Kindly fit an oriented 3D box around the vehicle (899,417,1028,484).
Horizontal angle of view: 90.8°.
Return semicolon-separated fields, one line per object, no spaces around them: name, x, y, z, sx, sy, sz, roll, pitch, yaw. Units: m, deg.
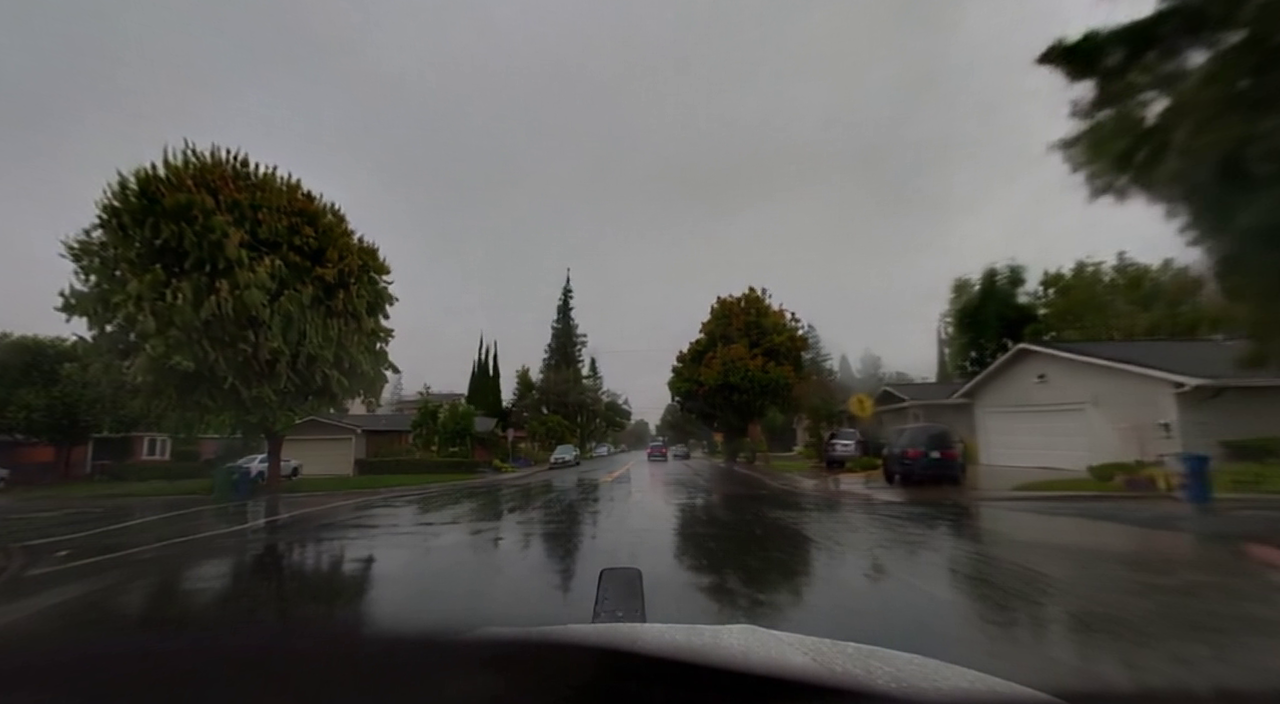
vehicle;10.750;3.340;21.592;2.333;1.933;5.662;-2;-9;11

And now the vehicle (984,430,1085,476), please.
vehicle;14.166;3.648;22.963;1.972;1.528;3.891;-2;-9;15

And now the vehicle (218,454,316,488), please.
vehicle;-18.352;5.862;31.379;1.917;1.499;4.569;0;-9;2

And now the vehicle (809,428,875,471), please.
vehicle;9.412;4.582;29.791;2.130;1.836;4.464;-1;-9;7

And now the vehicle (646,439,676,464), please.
vehicle;1.590;7.358;46.824;2.116;1.711;4.155;0;-9;3
